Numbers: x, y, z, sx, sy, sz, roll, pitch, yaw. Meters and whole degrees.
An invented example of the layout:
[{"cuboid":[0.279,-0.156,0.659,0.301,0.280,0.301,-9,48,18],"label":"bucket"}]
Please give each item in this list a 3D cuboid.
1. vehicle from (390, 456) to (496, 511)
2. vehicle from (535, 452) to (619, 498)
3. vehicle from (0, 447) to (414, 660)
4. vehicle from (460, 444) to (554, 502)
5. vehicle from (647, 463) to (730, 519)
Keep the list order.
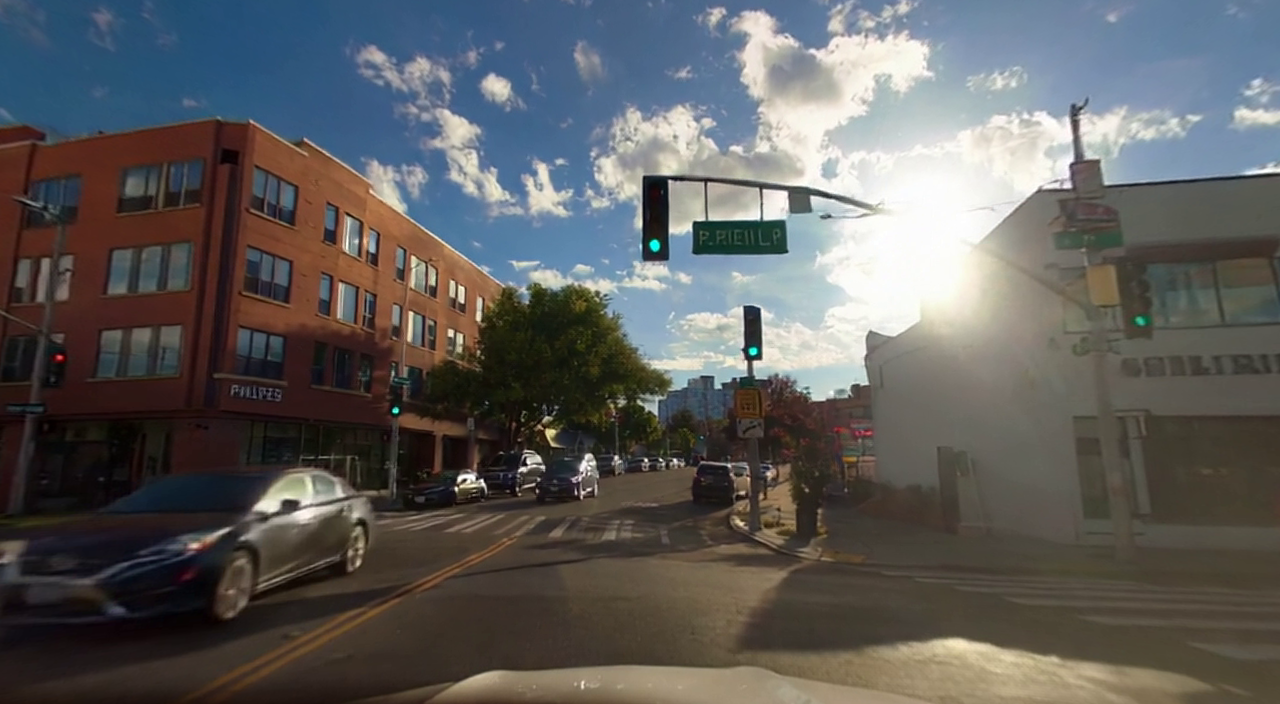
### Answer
[{"cuboid":[-7.565,5.063,24.709,1.933,1.461,4.393,-7,-6,12],"label":"vehicle"},{"cuboid":[-2.587,5.261,27.495,2.181,1.723,4.692,-2,-9,14],"label":"vehicle"},{"cuboid":[-4.362,1.790,6.828,2.119,1.485,4.472,-1,-8,1],"label":"vehicle"},{"cuboid":[-6.166,5.641,30.055,2.120,2.078,5.403,-6,-7,13],"label":"vehicle"},{"cuboid":[1.703,4.433,20.667,1.892,1.481,4.365,-3,-9,15],"label":"vehicle"}]
